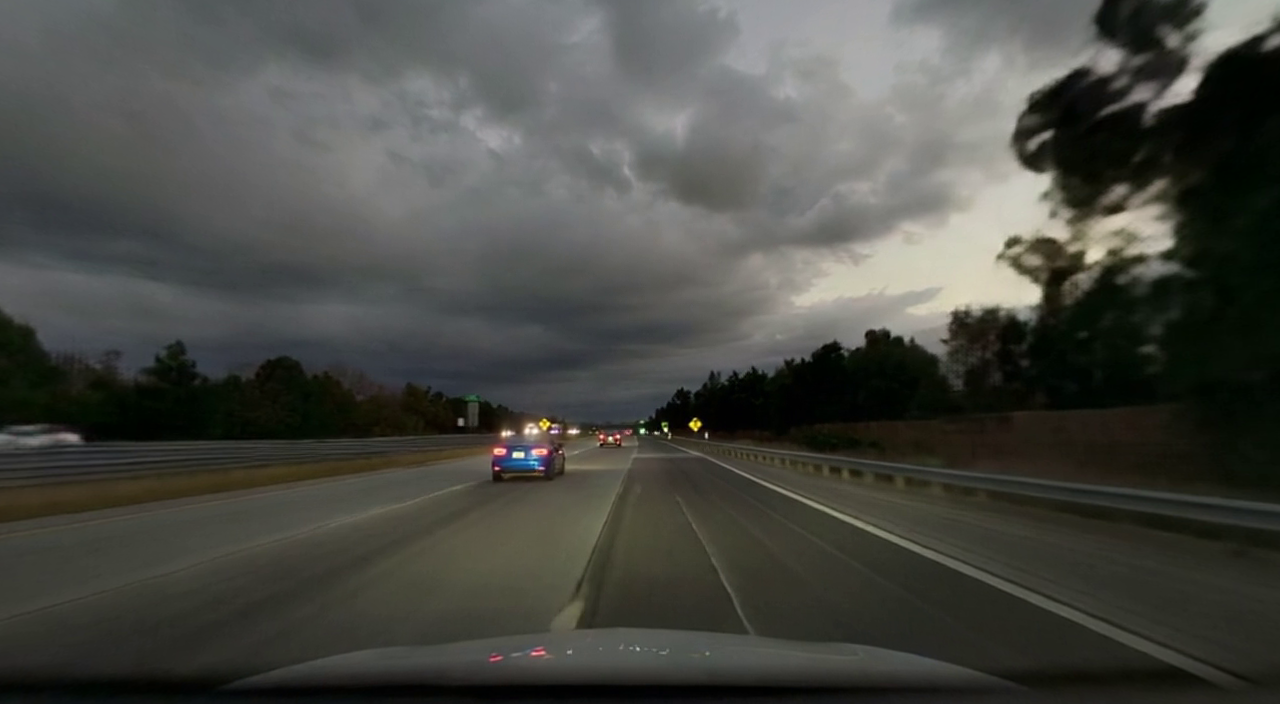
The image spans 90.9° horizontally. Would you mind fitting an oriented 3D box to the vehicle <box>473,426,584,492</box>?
[{"bbox_3d":[-2.659,2.650,16.039,1.977,1.443,4.225,0,-8,1],"label":"vehicle"}]
